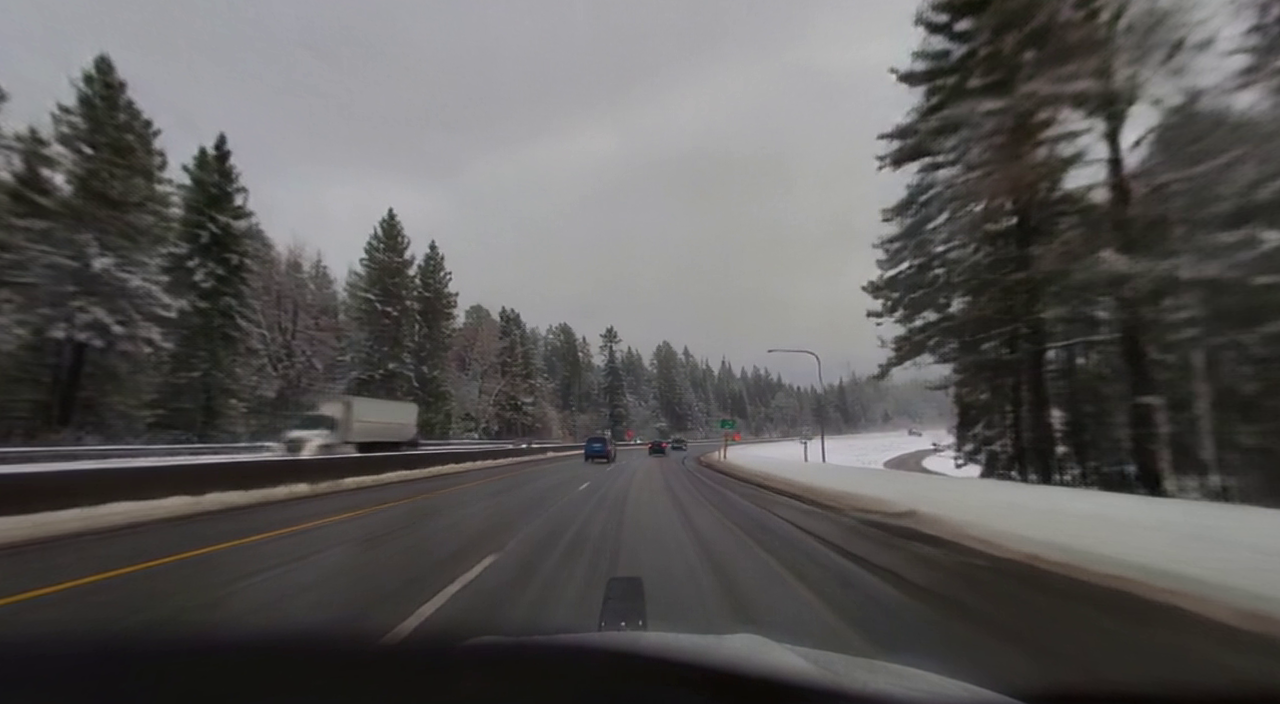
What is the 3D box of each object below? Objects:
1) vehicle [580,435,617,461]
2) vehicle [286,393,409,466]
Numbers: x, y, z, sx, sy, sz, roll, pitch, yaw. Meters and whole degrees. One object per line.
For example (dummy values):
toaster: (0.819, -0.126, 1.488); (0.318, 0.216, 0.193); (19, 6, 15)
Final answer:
vehicle: (-2.983, 6.972, 45.921); (2.129, 1.742, 4.217); (-1, -8, 4)
vehicle: (-17.573, 4.839, 38.825); (2.951, 3.934, 8.914); (-1, -8, 2)
